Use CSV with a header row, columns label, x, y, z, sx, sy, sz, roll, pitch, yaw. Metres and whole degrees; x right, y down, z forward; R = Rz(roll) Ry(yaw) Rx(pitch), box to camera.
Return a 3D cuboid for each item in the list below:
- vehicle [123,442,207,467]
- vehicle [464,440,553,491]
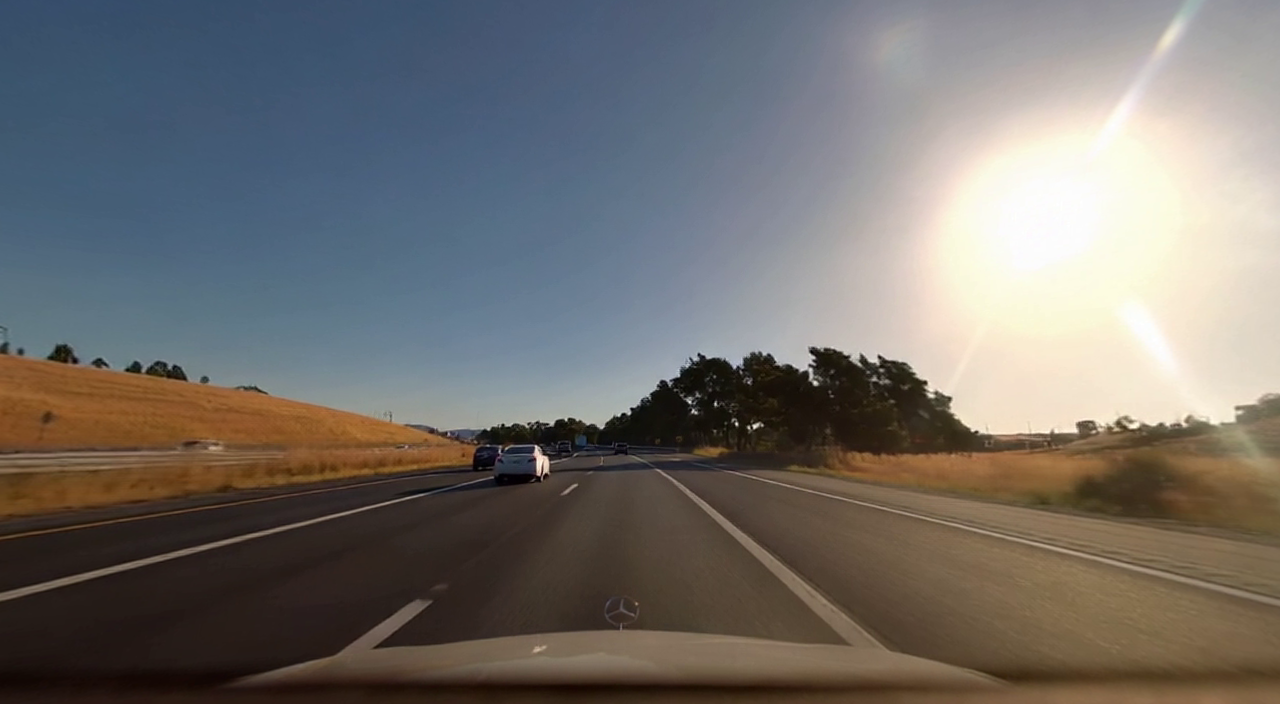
label,x,y,z,sx,sy,sz,roll,pitch,yaw
vehicle,-29.551,6.386,39.495,1.835,1.467,4.491,0,-9,-1
vehicle,-4.315,3.813,21.539,2.073,1.516,4.478,0,-9,0
